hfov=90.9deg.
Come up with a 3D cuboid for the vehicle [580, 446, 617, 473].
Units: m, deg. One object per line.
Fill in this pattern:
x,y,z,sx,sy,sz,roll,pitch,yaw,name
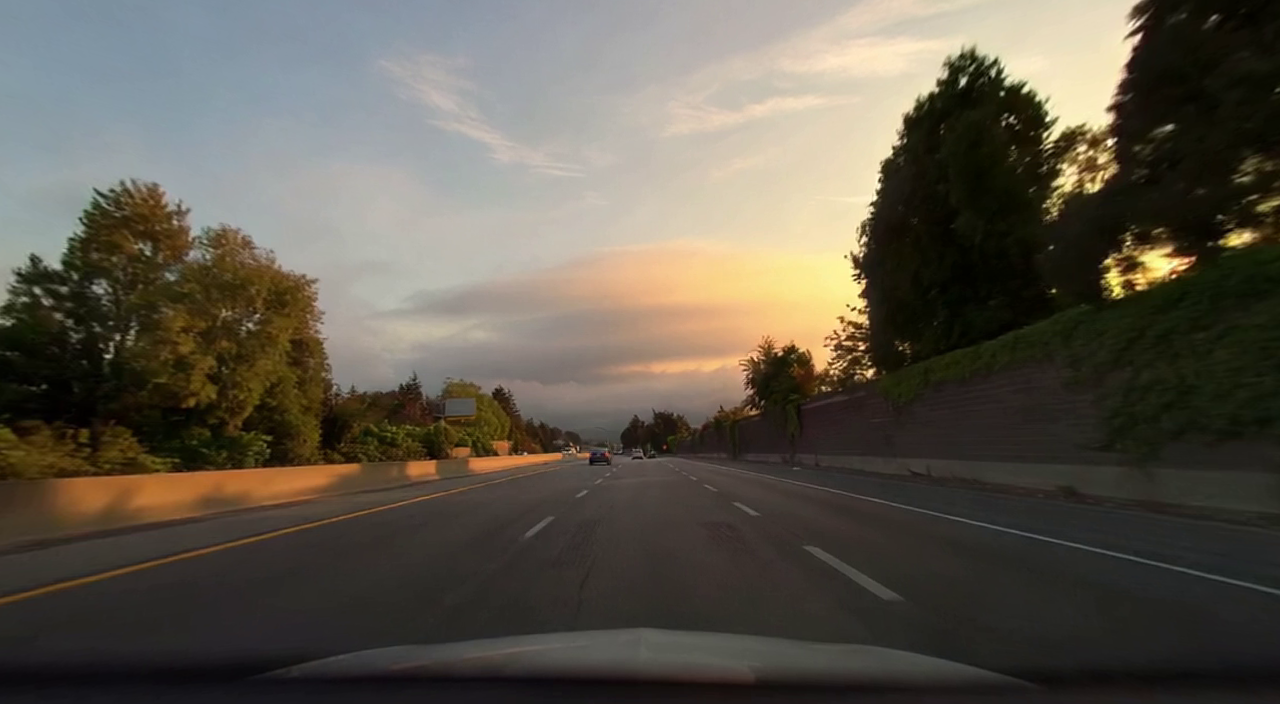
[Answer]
-2.378,6.344,37.357,1.873,1.529,3.953,0,-9,1,vehicle
